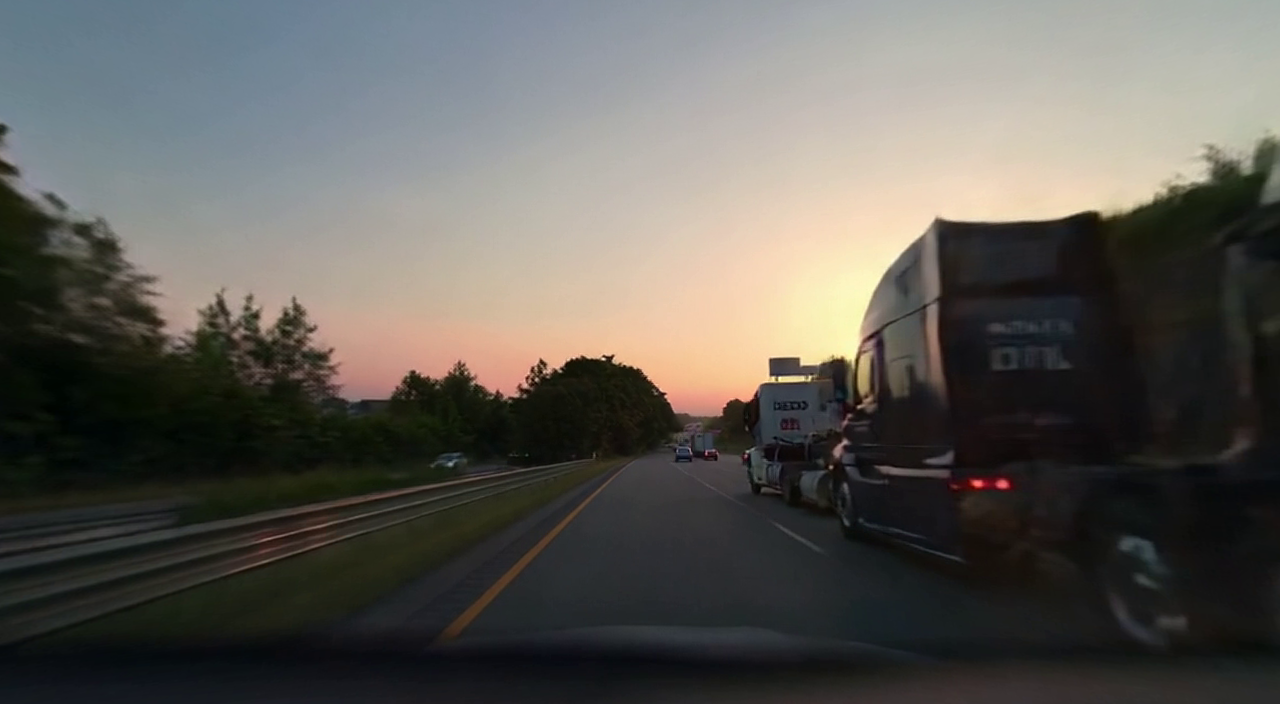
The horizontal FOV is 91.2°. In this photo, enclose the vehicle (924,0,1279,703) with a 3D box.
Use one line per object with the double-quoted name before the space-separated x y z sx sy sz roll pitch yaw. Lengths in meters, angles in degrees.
"vehicle" 3.984 -0.563 0.442 3.025 4.010 9.542 0 -9 0
